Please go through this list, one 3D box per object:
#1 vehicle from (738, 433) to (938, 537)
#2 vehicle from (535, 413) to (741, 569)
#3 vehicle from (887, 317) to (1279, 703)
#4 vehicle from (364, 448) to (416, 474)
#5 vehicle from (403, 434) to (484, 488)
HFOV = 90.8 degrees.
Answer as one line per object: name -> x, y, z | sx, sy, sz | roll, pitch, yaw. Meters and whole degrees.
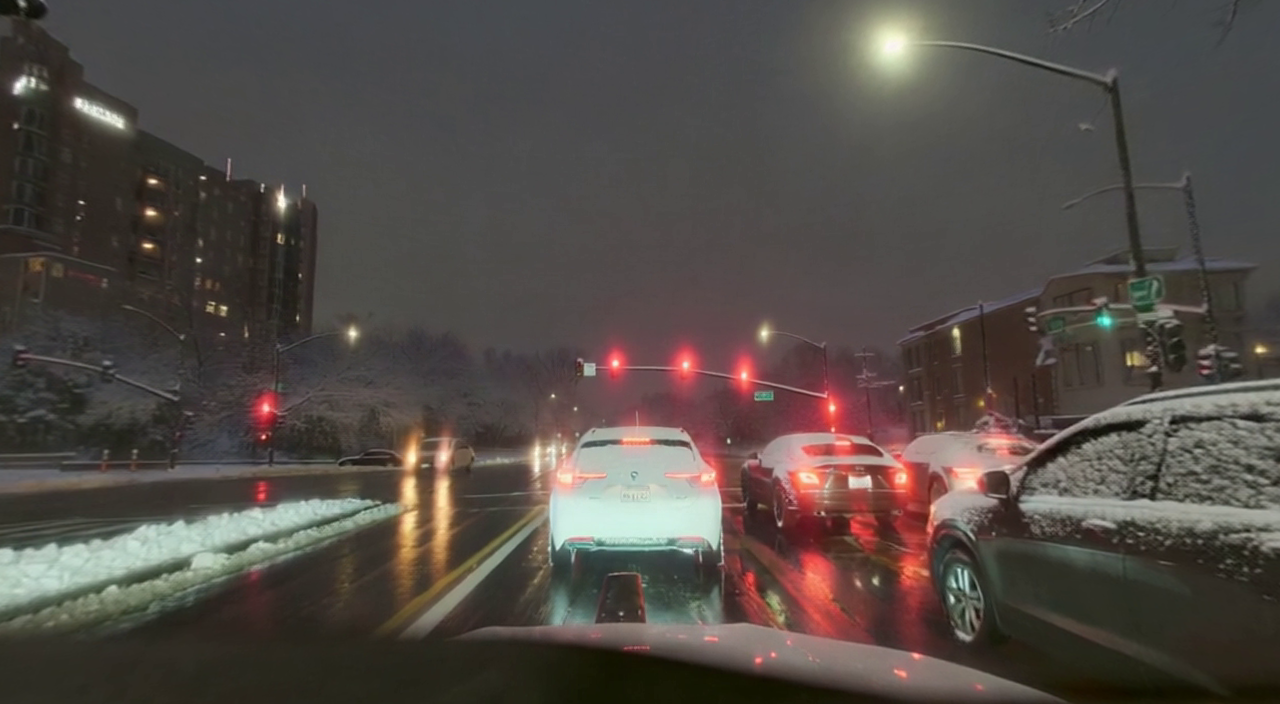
vehicle -> 3.148, 2.210, 11.182 | 2.001, 1.463, 4.398 | 0, -8, -2
vehicle -> -0.075, 1.782, 8.797 | 2.188, 1.637, 4.027 | 0, -8, -2
vehicle -> 3.008, 0.865, 2.698 | 2.103, 1.701, 4.294 | 0, -8, -1
vehicle -> -18.840, 8.202, 47.871 | 2.026, 1.836, 4.726 | 0, -8, 0
vehicle -> -7.576, 4.096, 24.107 | 2.021, 1.837, 4.448 | 5, -10, -28
